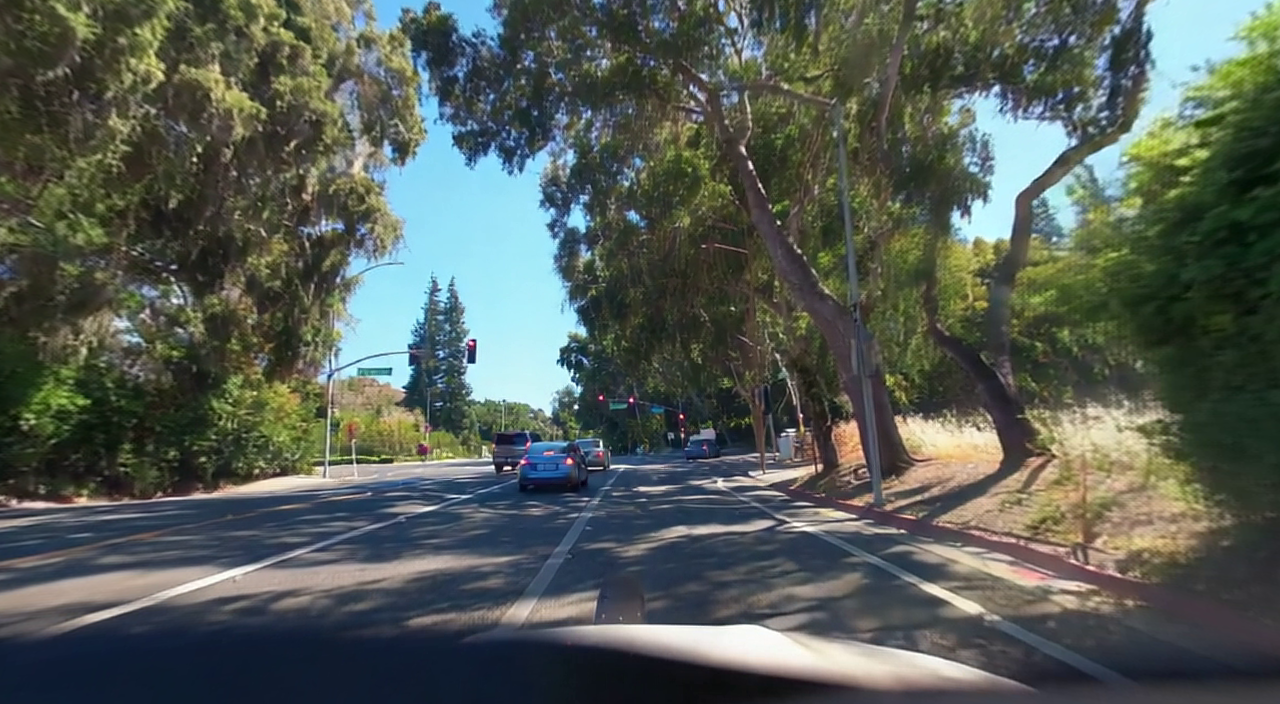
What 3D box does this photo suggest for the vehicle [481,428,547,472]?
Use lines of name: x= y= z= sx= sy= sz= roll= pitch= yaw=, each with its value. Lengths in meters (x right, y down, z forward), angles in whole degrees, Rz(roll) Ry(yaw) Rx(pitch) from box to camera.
vehicle: x=-6.215 y=4.941 z=31.836 sx=2.390 sy=2.020 sz=5.085 roll=0 pitch=-9 yaw=-1

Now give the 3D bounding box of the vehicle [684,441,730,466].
vehicle: x=4.049 y=6.020 z=37.665 sx=1.945 sy=1.410 sz=4.284 roll=-3 pitch=-9 yaw=17

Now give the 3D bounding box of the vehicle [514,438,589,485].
vehicle: x=-2.966 y=3.786 z=22.079 sx=1.979 sy=1.492 sz=3.930 roll=0 pitch=-9 yaw=1
